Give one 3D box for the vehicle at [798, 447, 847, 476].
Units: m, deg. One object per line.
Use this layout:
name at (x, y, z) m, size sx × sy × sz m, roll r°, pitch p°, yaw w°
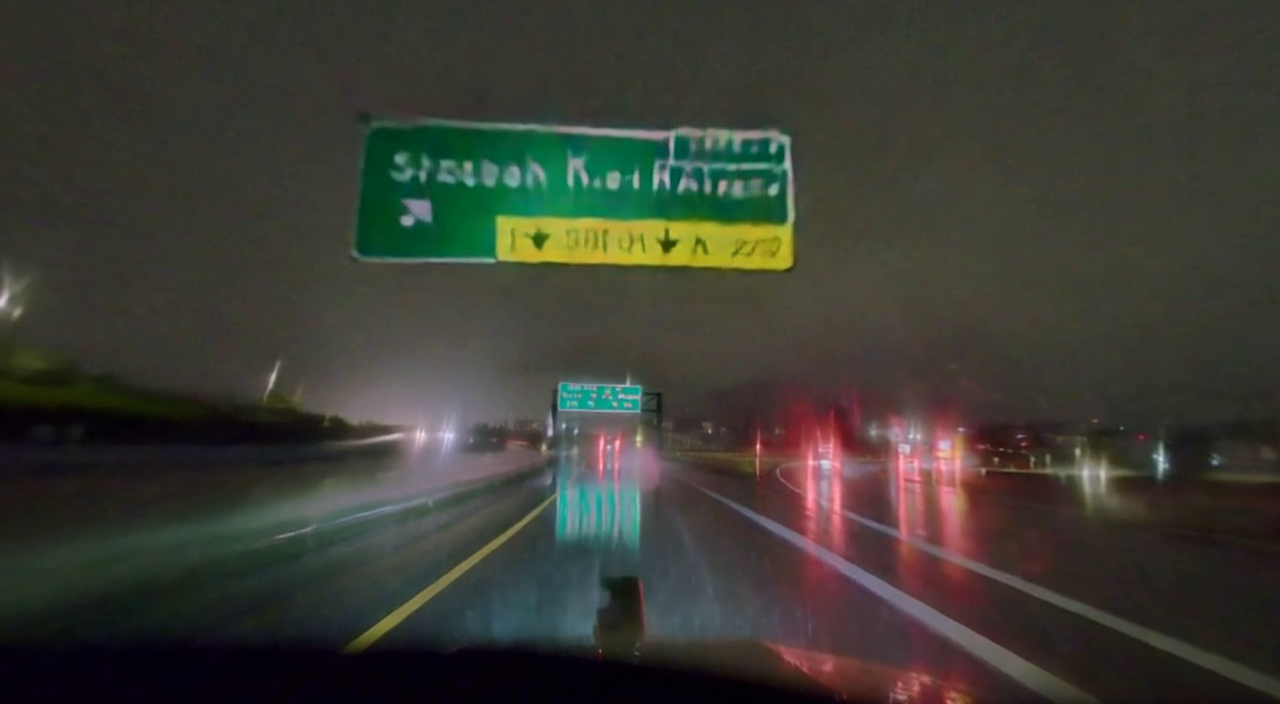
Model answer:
vehicle at (9.898, 5.943, 34.307) m, size 2.129 × 1.444 × 3.649 m, roll -2°, pitch -9°, yaw 10°
